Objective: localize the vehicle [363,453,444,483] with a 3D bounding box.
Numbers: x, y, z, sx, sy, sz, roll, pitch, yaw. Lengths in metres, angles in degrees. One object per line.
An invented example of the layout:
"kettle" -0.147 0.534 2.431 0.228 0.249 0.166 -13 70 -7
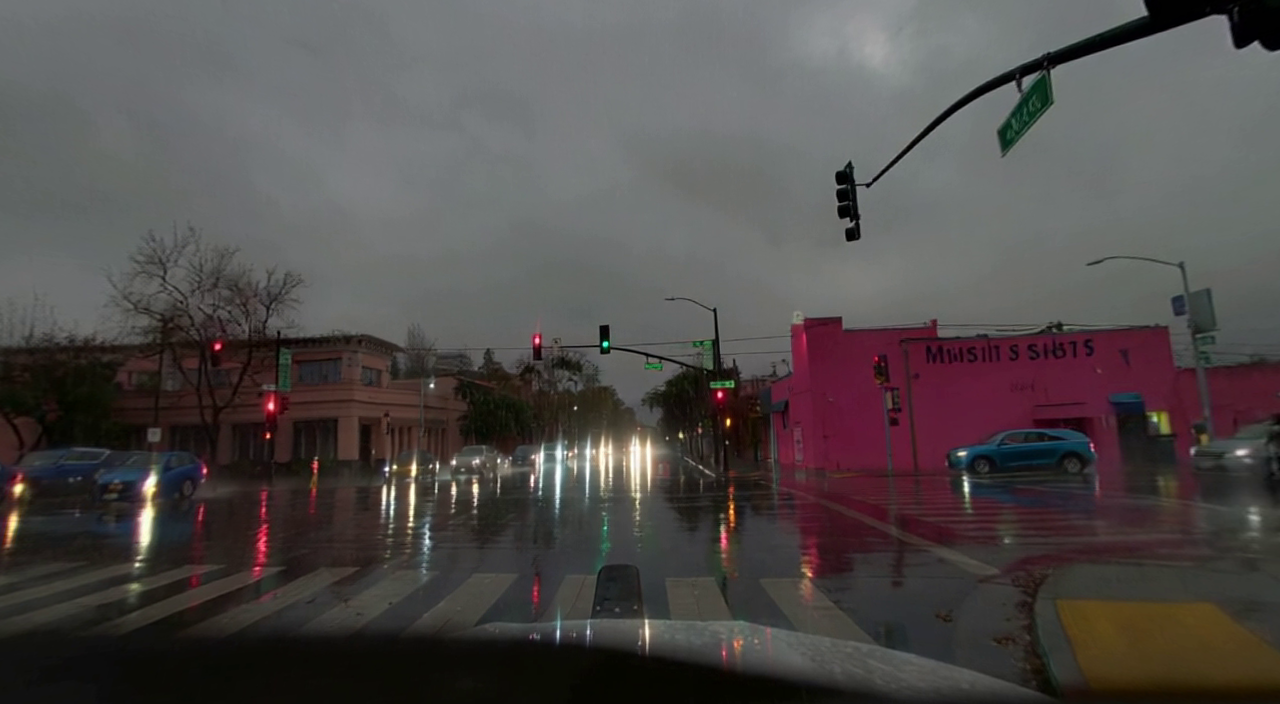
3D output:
"vehicle" -12.585 6.175 33.874 1.976 1.425 4.567 -1 -9 9

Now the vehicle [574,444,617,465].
"vehicle" -3.046 7.155 44.005 1.743 1.362 4.350 -2 -9 14

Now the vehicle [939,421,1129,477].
"vehicle" 11.577 2.889 18.793 4.355 1.546 1.820 -1 -9 6

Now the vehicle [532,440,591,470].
"vehicle" -4.503 5.990 36.859 1.928 1.647 4.575 -2 -9 13

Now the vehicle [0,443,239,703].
"vehicle" -3.656 0.976 2.146 1.759 1.325 4.295 0 -9 0

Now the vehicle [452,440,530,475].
"vehicle" -8.385 5.975 36.054 2.152 1.825 5.406 -2 -9 12
